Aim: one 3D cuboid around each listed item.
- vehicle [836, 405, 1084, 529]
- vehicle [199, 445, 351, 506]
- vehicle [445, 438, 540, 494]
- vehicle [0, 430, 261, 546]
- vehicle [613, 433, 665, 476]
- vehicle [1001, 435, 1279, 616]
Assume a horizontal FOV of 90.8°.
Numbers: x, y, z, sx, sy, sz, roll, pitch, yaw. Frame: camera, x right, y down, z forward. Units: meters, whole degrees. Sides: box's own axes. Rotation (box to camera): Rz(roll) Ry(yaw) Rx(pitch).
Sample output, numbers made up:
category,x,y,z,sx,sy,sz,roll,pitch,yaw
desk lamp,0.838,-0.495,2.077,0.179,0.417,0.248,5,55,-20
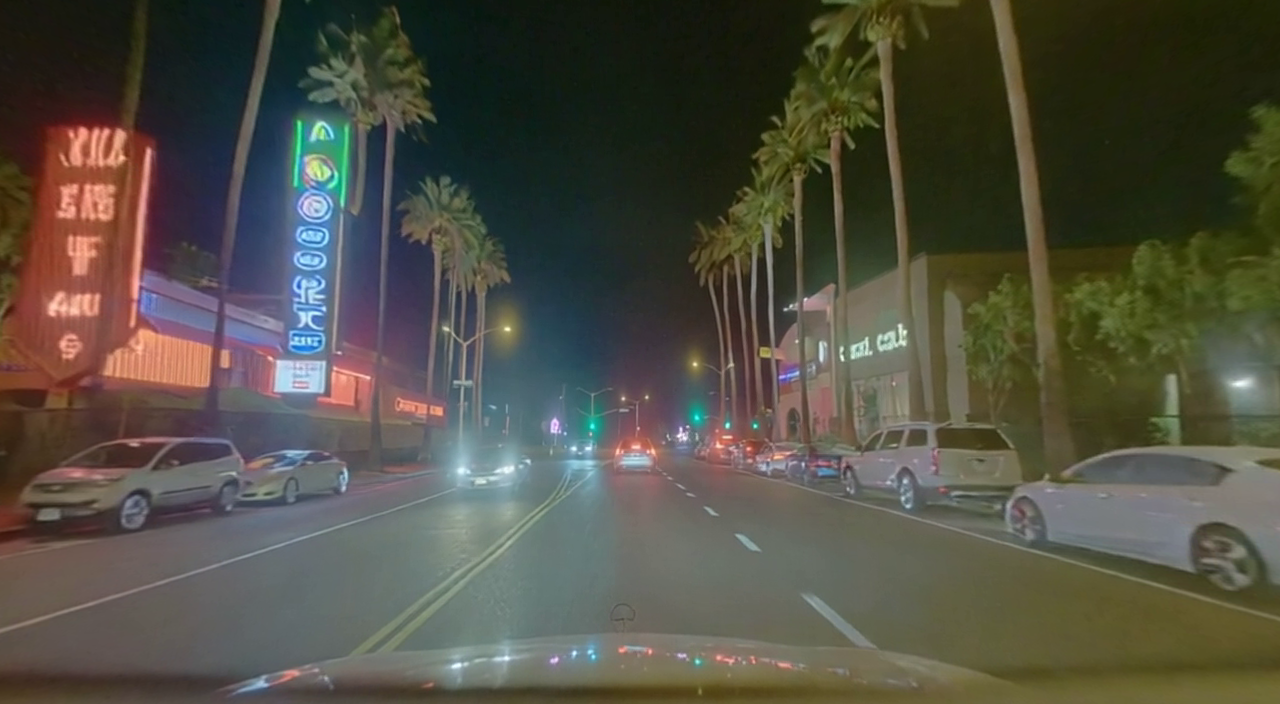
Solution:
category,x,y,z,sx,sy,sz,roll,pitch,yaw
vehicle,6.307,2.350,13.625,2.257,2.074,5.857,0,-8,0
vehicle,-9.920,3.340,17.623,1.786,1.476,4.117,0,-8,0
vehicle,-4.193,3.283,18.666,1.916,1.453,4.315,0,-8,-2
vehicle,-9.766,2.477,12.493,1.818,1.740,4.555,-3,-7,-1
vehicle,-0.071,4.344,27.032,2.063,1.664,4.471,0,-8,-1
vehicle,6.226,1.667,6.819,1.786,1.492,4.874,0,-8,0
